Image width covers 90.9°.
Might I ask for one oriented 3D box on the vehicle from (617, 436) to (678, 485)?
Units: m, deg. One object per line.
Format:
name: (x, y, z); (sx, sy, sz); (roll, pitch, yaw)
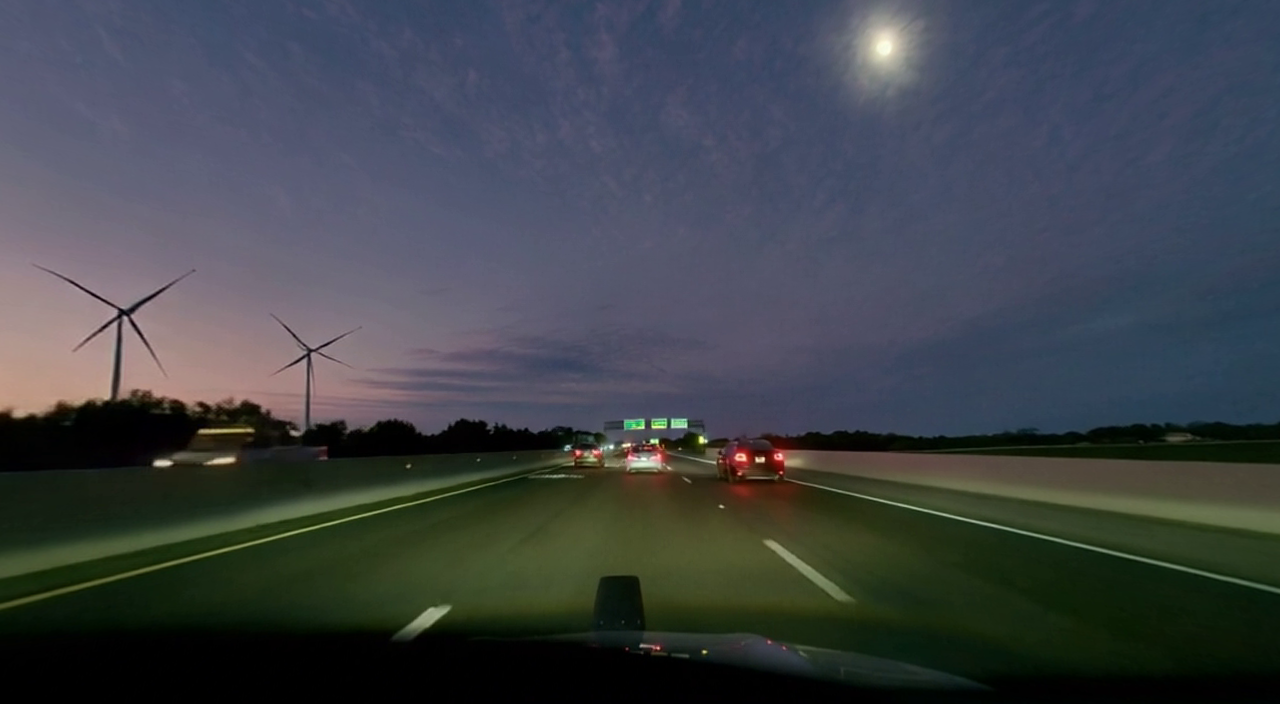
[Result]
vehicle: (0.254, 4.024, 23.496); (2.083, 1.653, 3.787); (0, -9, 0)

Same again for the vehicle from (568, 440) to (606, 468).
vehicle: (-3.556, 6.957, 43.196); (2.131, 1.784, 4.635); (0, -9, 1)

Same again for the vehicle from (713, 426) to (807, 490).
vehicle: (3.864, 3.540, 21.288); (2.104, 1.861, 4.956); (0, -9, -1)

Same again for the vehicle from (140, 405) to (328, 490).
vehicle: (-15.886, 3.864, 25.528); (2.621, 2.942, 7.225); (0, -9, 1)
